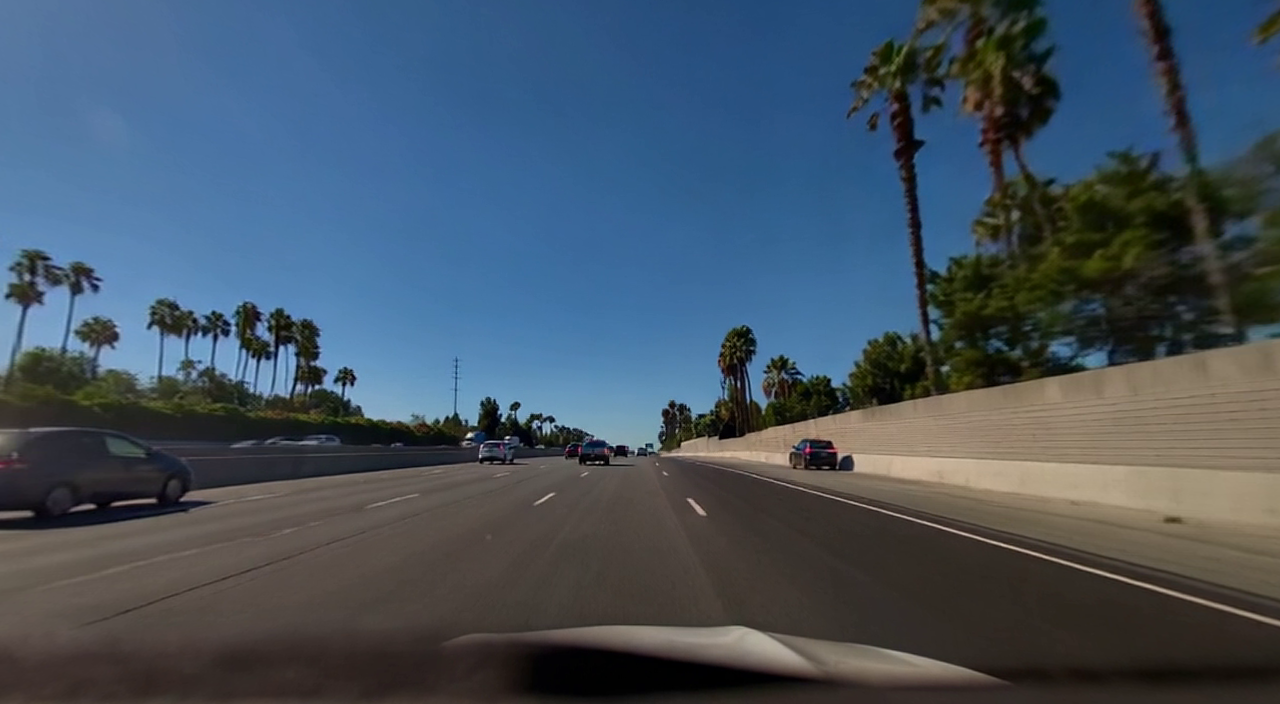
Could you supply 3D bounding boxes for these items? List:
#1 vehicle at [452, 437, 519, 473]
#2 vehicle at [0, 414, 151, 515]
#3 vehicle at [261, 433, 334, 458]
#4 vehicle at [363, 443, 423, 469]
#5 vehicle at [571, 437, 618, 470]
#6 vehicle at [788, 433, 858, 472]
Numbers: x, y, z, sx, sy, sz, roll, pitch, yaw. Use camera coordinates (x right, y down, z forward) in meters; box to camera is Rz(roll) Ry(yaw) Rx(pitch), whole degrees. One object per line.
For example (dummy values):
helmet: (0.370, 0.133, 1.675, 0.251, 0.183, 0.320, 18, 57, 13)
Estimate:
vehicle: (-7.729, 5.171, 31.991, 2.204, 1.677, 4.438, 0, -9, 1)
vehicle: (-13.044, 2.279, 12.942, 1.986, 1.875, 4.902, 0, -9, 1)
vehicle: (-22.701, 6.234, 42.144, 2.088, 1.584, 4.774, 0, -8, 2)
vehicle: (-15.850, 6.676, 40.764, 1.916, 1.610, 4.445, 0, -9, 2)
vehicle: (-2.368, 5.455, 34.194, 2.201, 1.672, 4.128, 0, -9, 0)
vehicle: (10.272, 5.702, 36.038, 2.302, 2.014, 5.925, 0, -9, 1)
